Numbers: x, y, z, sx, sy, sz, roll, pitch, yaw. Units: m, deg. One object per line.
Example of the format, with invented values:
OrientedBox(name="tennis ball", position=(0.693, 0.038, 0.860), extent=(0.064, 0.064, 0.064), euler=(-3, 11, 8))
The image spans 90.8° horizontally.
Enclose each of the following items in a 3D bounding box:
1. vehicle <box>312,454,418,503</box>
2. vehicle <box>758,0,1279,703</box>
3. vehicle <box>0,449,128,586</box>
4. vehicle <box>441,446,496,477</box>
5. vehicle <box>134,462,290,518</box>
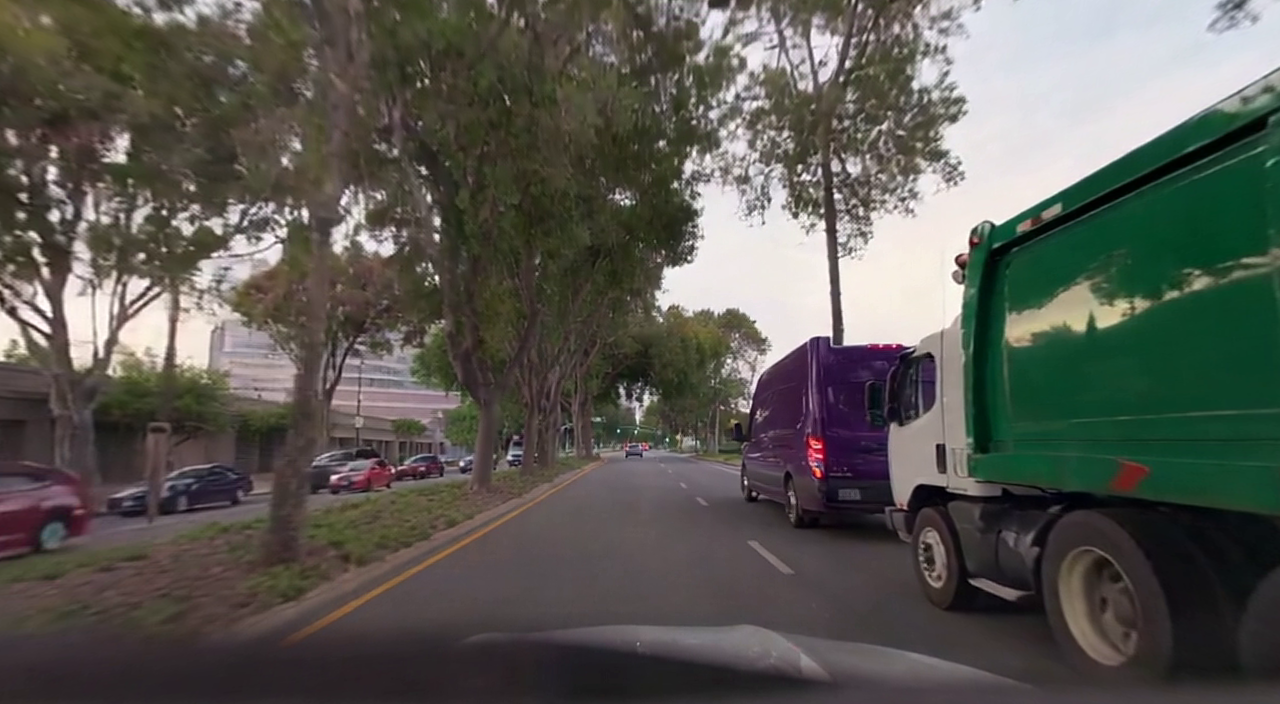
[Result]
OrientedBox(name="vehicle", position=(-9.708, 4.453, 22.715), extent=(1.953, 1.539, 4.326), euler=(0, -9, -2))
OrientedBox(name="vehicle", position=(3.679, 0.552, 6.463), extent=(2.731, 3.407, 10.262), euler=(0, -9, -1))
OrientedBox(name="vehicle", position=(-9.237, 2.103, 7.914), extent=(1.959, 1.749, 4.488), euler=(0, -9, -2))
OrientedBox(name="vehicle", position=(-10.288, 6.595, 38.230), extent=(2.089, 1.754, 4.573), euler=(0, -9, -1))
OrientedBox(name="vehicle", position=(-13.275, 4.266, 20.004), extent=(1.803, 1.427, 4.604), euler=(0, -9, -2))
